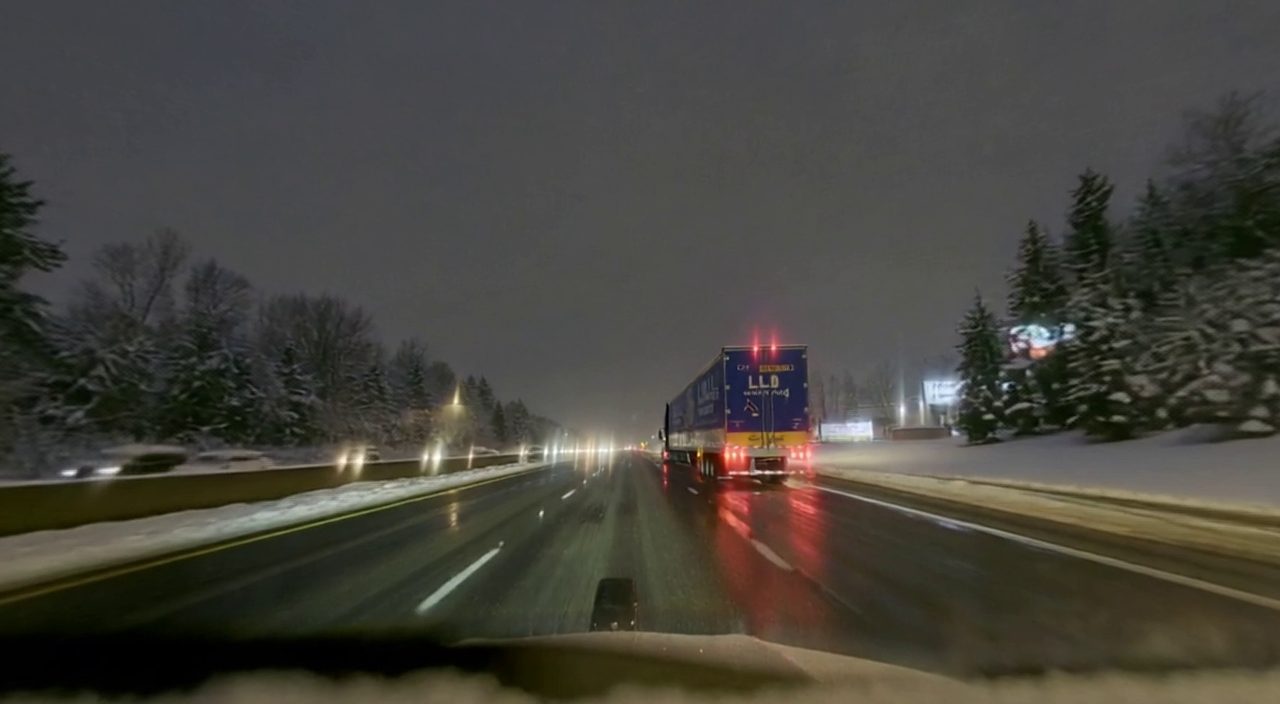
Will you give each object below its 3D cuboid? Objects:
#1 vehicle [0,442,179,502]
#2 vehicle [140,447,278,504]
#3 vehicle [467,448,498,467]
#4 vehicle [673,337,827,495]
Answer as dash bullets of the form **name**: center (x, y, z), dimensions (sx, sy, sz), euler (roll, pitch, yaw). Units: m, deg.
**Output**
- **vehicle**: center (-14.453, 3.114, 16.778), dimensions (1.760, 1.414, 3.542), euler (0, -9, -1)
- **vehicle**: center (-10.984, 3.133, 16.367), dimensions (1.402, 1.298, 3.116), euler (0, -9, -2)
- **vehicle**: center (-11.533, 7.724, 46.394), dimensions (1.439, 1.299, 3.155), euler (0, -9, -1)
- **vehicle**: center (3.494, 3.044, 26.104), dimensions (2.891, 4.387, 17.121), euler (0, -9, -1)
